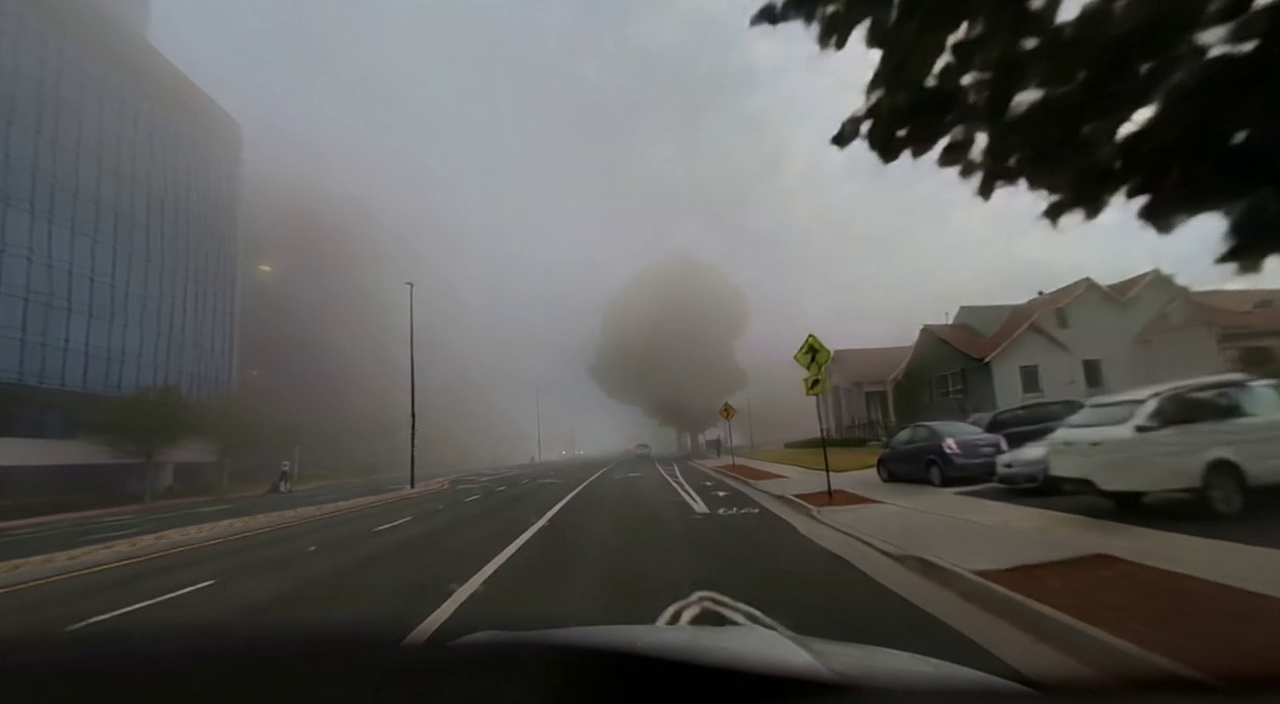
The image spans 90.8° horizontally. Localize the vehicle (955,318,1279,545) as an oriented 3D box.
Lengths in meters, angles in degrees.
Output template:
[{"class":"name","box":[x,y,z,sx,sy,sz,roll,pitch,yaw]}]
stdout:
[{"class":"vehicle","box":[6.496,0.965,7.940,2.160,1.944,5.086,-6,-9,-2]}]
